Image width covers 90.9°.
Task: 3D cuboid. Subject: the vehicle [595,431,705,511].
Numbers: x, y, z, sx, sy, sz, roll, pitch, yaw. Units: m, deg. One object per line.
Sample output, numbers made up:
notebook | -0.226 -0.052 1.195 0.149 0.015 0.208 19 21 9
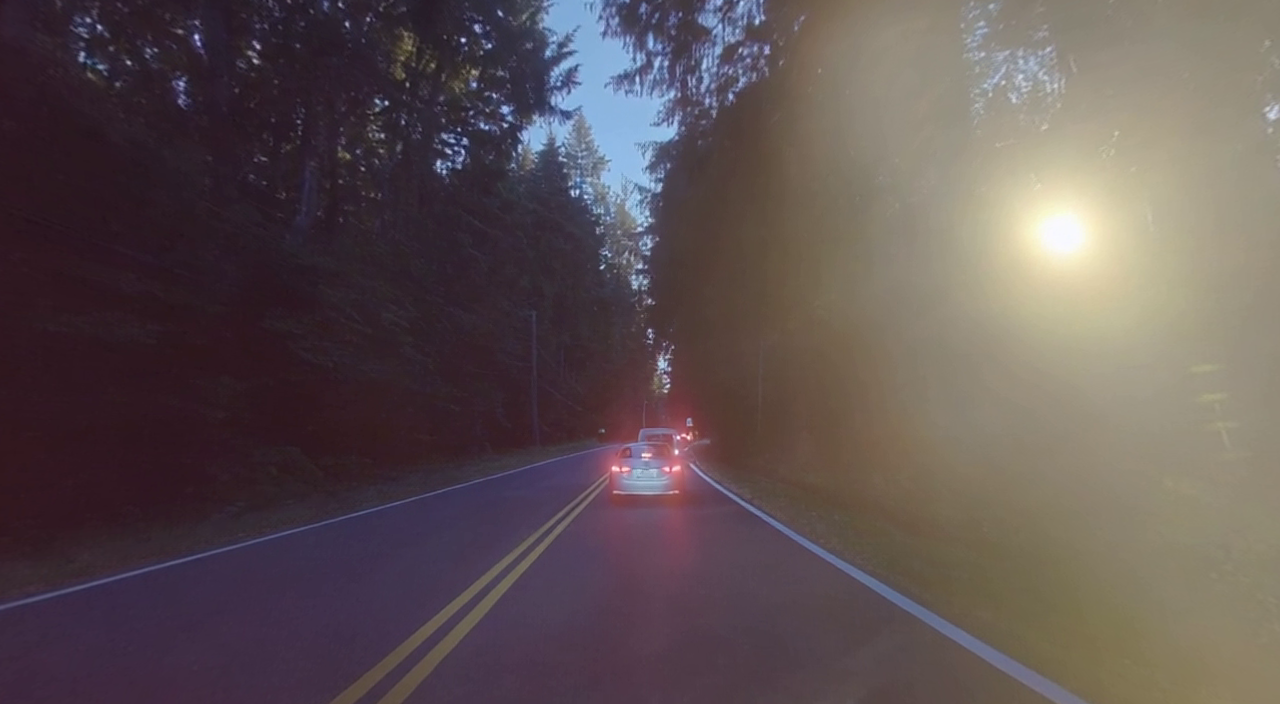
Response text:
vehicle | 0.168 2.541 13.916 2.081 1.503 3.726 0 -8 -1
